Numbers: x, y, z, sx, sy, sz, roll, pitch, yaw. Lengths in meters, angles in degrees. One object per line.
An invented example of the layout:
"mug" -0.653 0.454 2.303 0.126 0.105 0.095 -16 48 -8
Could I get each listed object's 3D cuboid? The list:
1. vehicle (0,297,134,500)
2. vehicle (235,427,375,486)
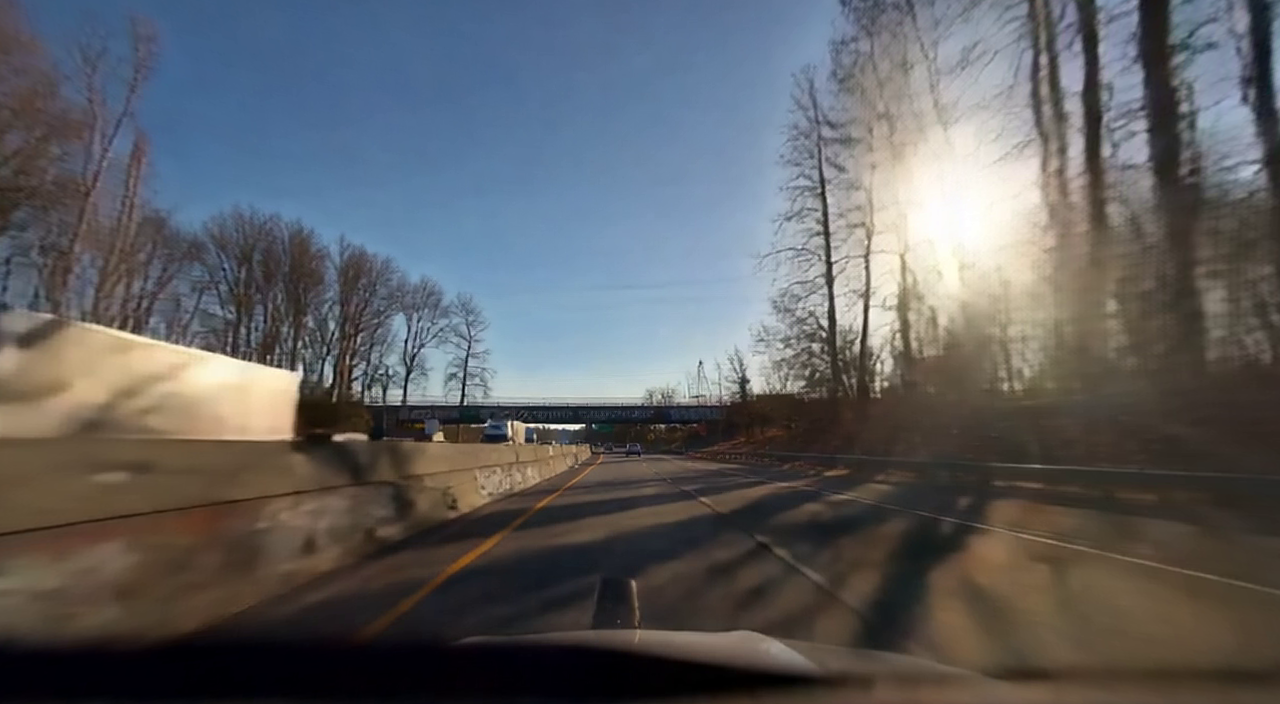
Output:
"vehicle" -13.711 0.903 11.982 2.987 3.824 5.991 0 -9 -2
"vehicle" -9.527 3.016 18.264 1.879 1.505 4.047 0 -9 -1
